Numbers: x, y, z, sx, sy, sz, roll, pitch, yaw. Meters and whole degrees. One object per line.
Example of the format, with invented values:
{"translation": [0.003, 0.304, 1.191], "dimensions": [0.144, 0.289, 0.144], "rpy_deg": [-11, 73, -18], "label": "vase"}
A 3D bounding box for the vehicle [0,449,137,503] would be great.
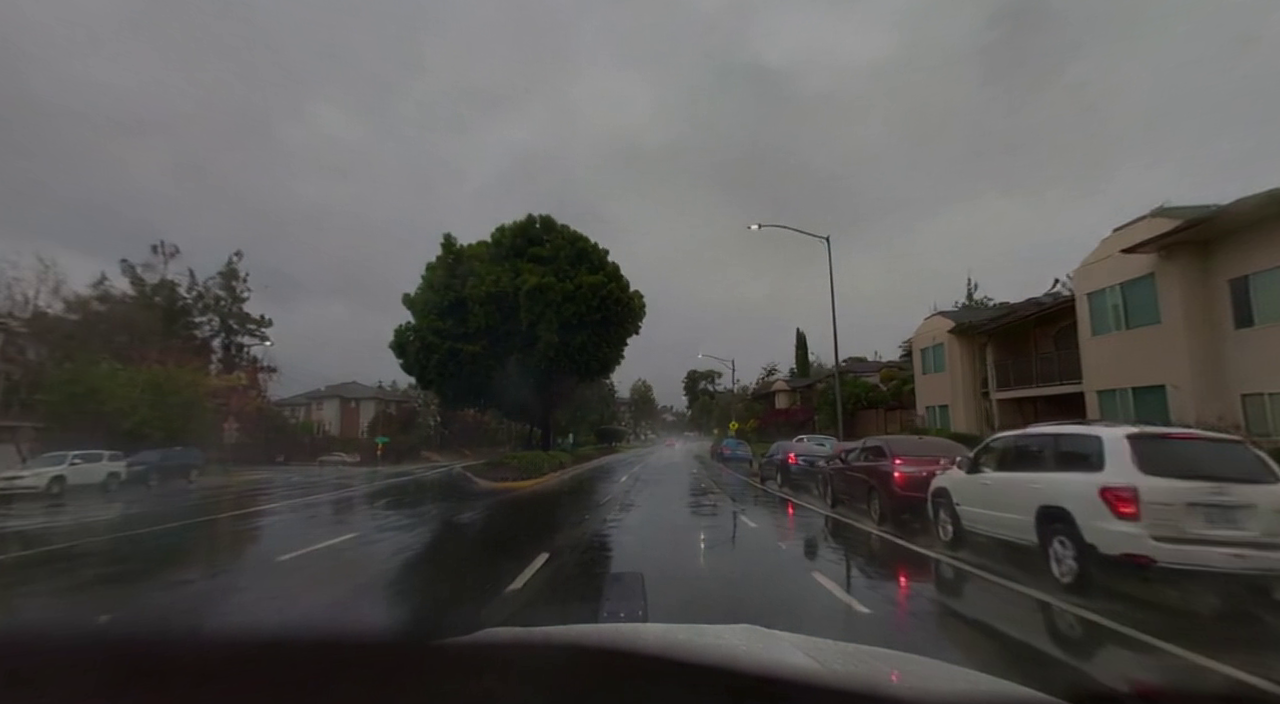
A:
{"translation": [-23.064, 4.784, 24.884], "dimensions": [2.060, 1.814, 5.097], "rpy_deg": [0, -8, 2], "label": "vehicle"}

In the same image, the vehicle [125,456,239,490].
{"translation": [-22.498, 5.914, 31.260], "dimensions": [1.909, 1.451, 4.757], "rpy_deg": [-1, -8, 3], "label": "vehicle"}

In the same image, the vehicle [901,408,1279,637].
{"translation": [4.595, 1.532, 6.647], "dimensions": [2.011, 1.649, 4.001], "rpy_deg": [0, -8, 1], "label": "vehicle"}

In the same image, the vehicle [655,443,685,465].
{"translation": [2.114, 7.068, 43.881], "dimensions": [2.011, 1.480, 4.170], "rpy_deg": [-1, -8, 3], "label": "vehicle"}
